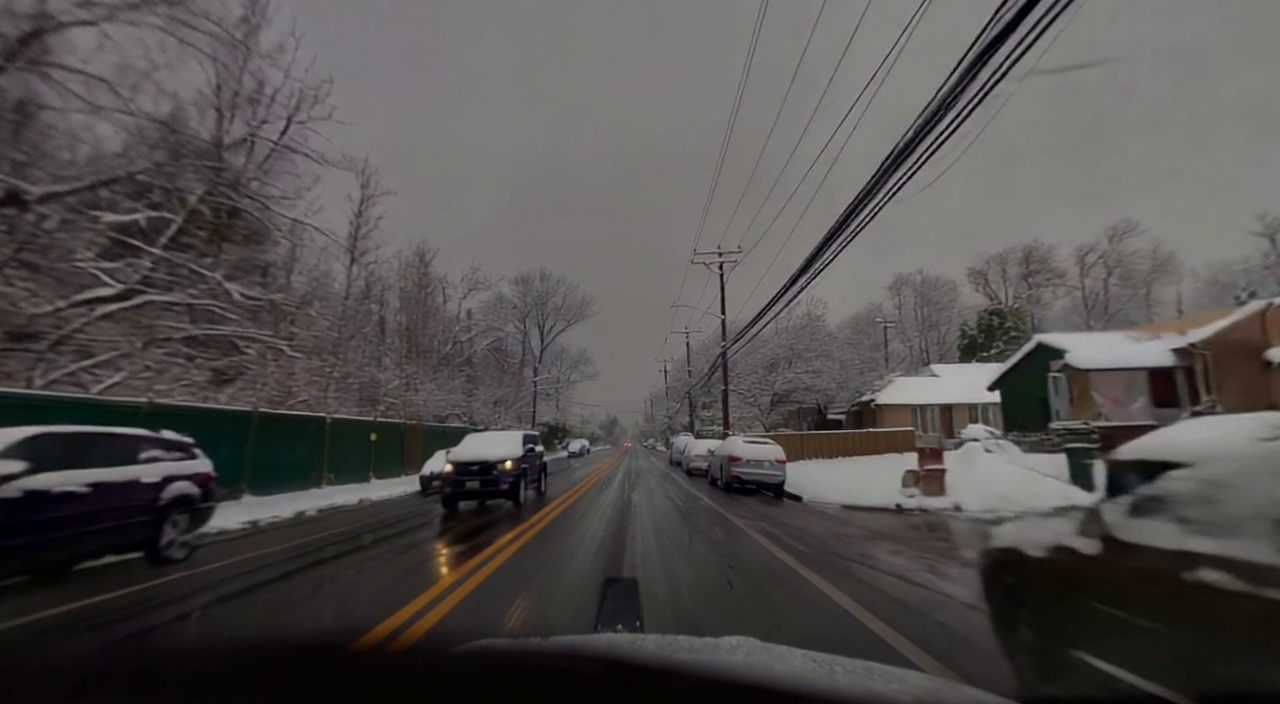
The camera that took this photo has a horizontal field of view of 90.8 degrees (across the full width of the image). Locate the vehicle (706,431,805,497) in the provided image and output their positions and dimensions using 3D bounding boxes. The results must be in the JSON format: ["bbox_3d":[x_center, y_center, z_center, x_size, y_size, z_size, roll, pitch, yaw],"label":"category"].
[{"bbox_3d":[3.389,3.415,19.551,2.031,1.762,4.749,0,-9,-2],"label":"vehicle"}]

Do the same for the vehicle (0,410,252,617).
[{"bbox_3d":[-6.678,1.619,6.826,2.014,1.817,4.639,-1,-8,0],"label":"vehicle"}]

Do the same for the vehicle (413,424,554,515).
[{"bbox_3d":[-3.529,2.776,15.384,2.210,1.838,4.854,0,-9,0],"label":"vehicle"}]

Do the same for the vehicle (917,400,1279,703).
[{"bbox_3d":[3.227,0.940,2.318,2.129,1.490,4.937,0,-9,-1],"label":"vehicle"}]
